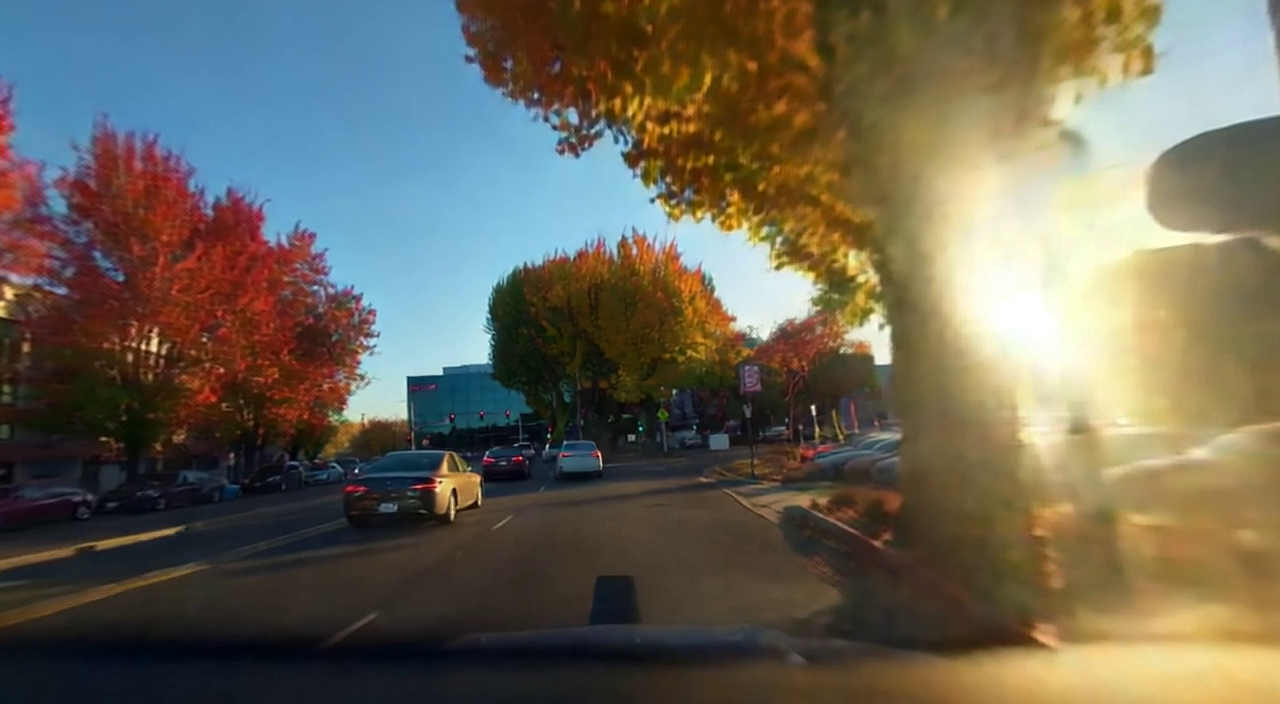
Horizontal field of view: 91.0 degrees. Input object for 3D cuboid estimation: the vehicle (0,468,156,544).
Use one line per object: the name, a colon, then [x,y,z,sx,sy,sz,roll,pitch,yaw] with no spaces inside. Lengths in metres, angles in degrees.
vehicle: [-15.786,3.969,16.810,1.968,1.574,4.683,0,-9,0]

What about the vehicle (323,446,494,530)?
vehicle: [-4.846,2.889,14.202,2.090,1.506,5.326,1,-9,-3]

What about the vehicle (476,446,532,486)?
vehicle: [-5.796,4.891,27.360,1.974,1.549,4.603,2,-9,-7]

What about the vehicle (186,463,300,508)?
vehicle: [-16.210,5.452,26.037,2.010,1.530,4.534,1,-9,-4]

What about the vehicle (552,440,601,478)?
vehicle: [-3.172,5.201,30.876,2.144,1.704,4.028,2,-9,-8]
